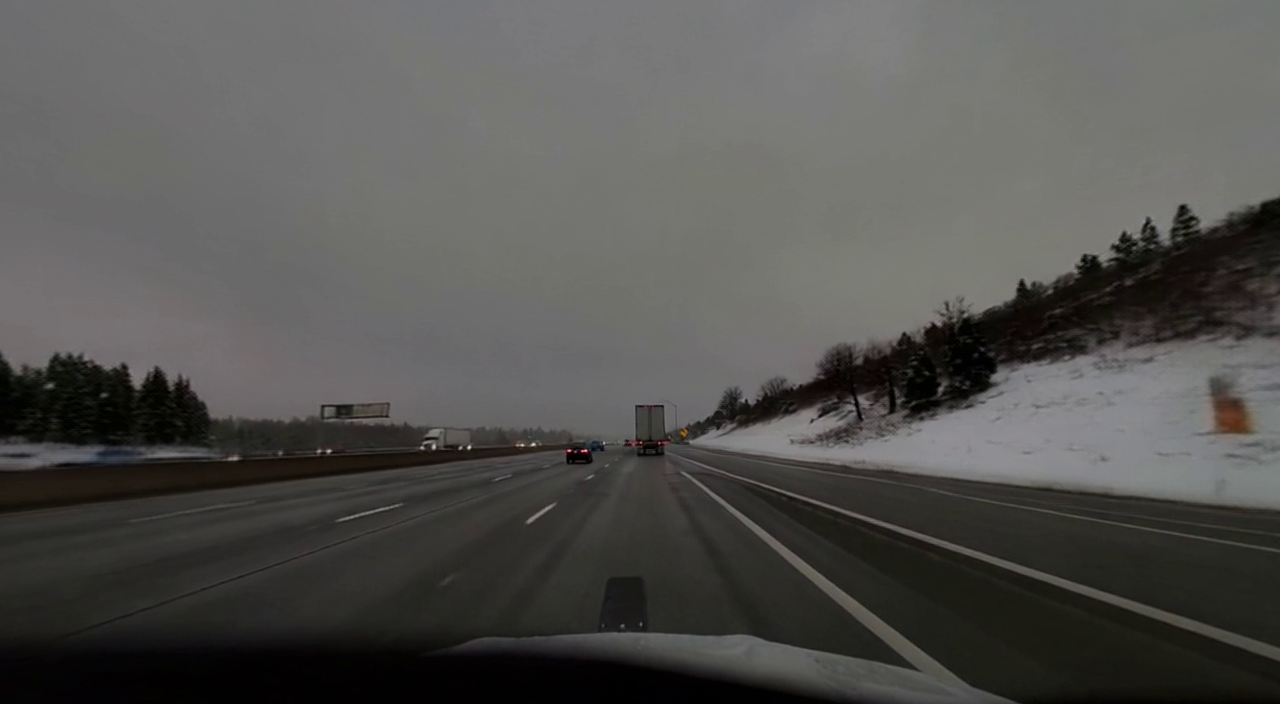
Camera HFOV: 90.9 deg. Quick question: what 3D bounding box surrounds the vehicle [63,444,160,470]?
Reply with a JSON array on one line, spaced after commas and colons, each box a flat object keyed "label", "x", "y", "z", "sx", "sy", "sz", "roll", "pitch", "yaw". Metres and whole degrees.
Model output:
[{"label": "vehicle", "x": -39.294, "y": 7.766, "z": 47.131, "sx": 2.158, "sy": 1.816, "sz": 5.645, "roll": -1, "pitch": -8, "yaw": 3}]

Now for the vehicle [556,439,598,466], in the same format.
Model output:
[{"label": "vehicle", "x": -3.686, "y": 5.967, "z": 37.510, "sx": 1.983, "sy": 1.508, "sz": 4.060, "roll": 0, "pitch": -8, "yaw": 1}]
